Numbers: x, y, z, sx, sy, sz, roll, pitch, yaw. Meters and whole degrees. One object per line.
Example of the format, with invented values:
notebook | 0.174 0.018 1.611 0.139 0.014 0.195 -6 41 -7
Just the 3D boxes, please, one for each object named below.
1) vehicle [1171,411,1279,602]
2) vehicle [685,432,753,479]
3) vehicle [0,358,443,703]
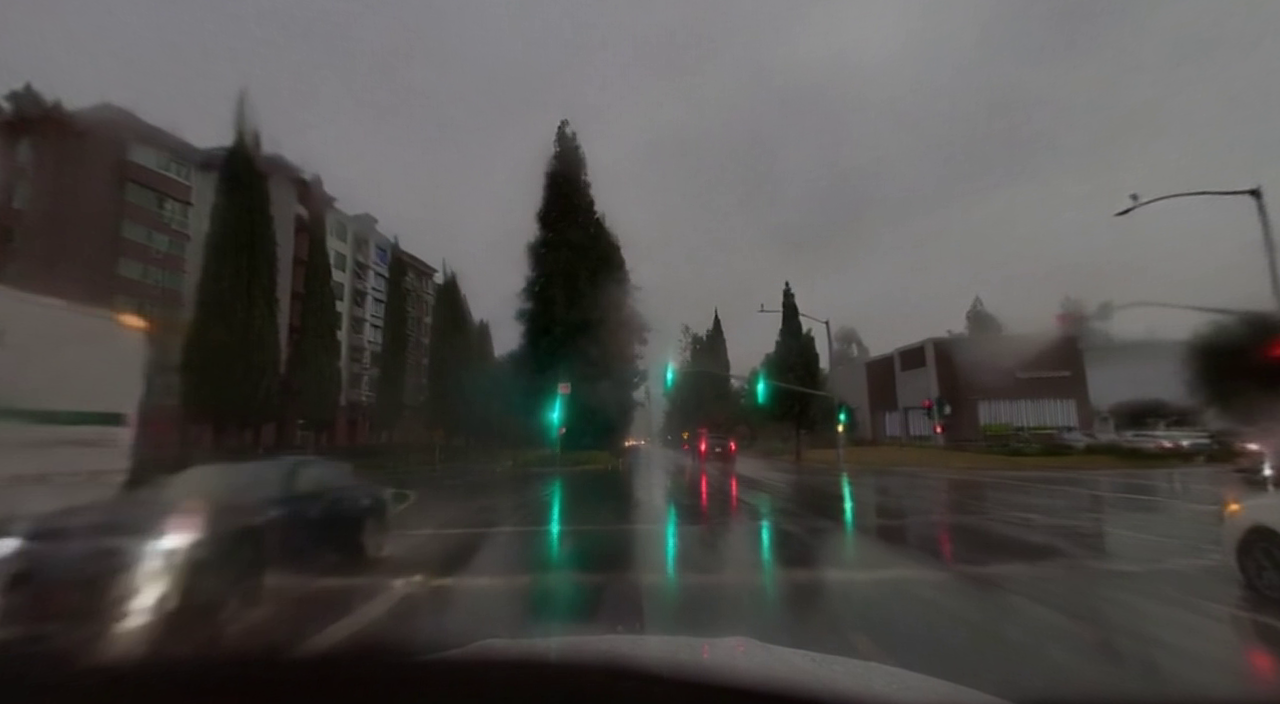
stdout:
vehicle | 6.472 1.146 4.275 2.000 1.618 4.238 0 -9 -1
vehicle | 3.217 4.334 26.718 2.095 1.759 4.862 0 -9 -2
vehicle | -3.511 1.192 4.675 2.012 1.653 6.295 0 -9 1
